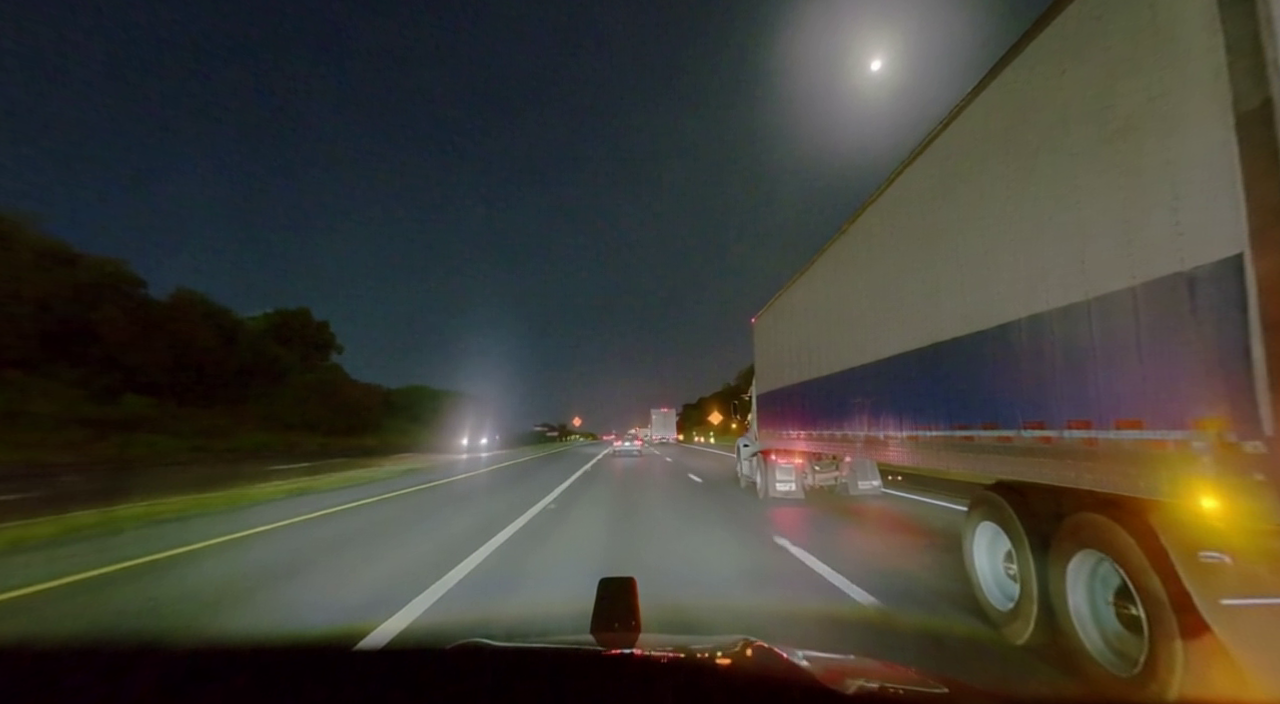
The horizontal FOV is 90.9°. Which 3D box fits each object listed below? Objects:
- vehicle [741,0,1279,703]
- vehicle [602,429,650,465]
[{"bbox_3d":[3.557,0.290,6.522,2.919,3.634,10.888,0,-8,-2],"label":"vehicle"},{"bbox_3d":[-0.596,4.112,27.474,1.929,1.469,3.677,0,-8,-1],"label":"vehicle"}]
